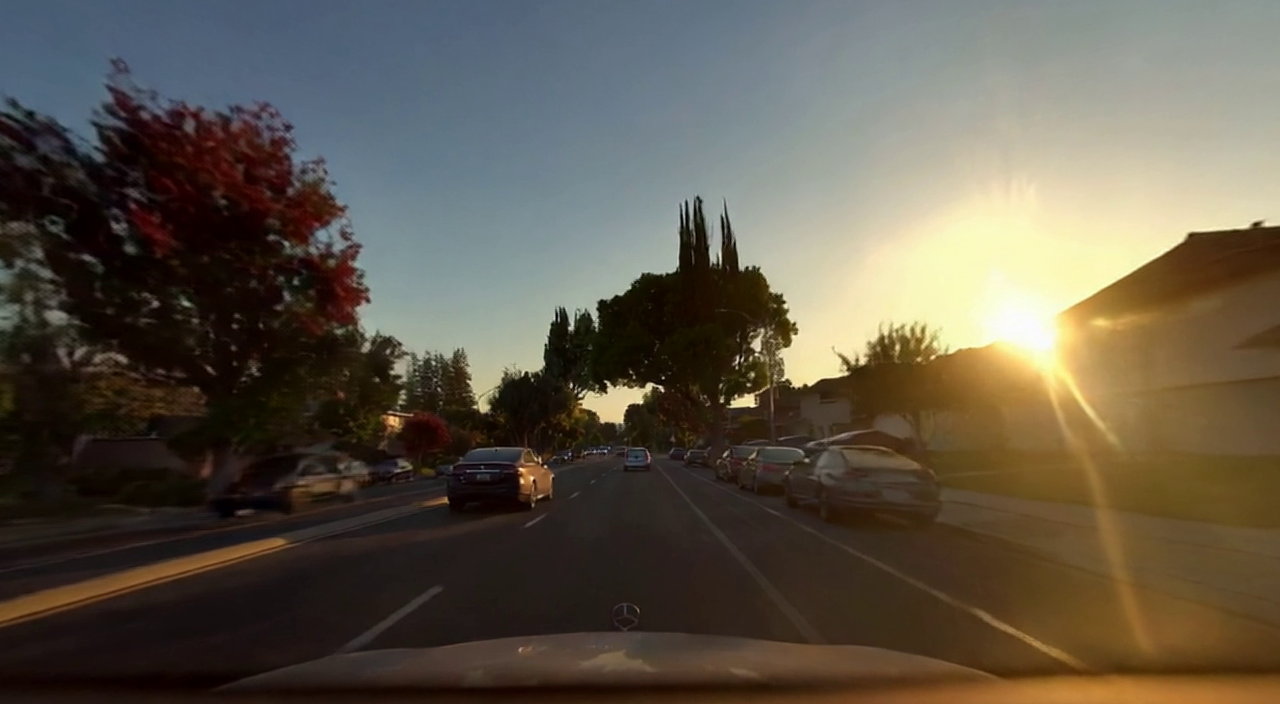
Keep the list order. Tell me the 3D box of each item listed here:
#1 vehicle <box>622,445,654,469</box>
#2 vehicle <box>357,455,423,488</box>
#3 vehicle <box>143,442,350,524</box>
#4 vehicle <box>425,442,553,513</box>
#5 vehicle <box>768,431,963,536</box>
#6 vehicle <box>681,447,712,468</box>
[{"bbox_3d":[-0.143,7.079,42.721,2.088,1.495,4.048,0,-8,0],"label":"vehicle"},{"bbox_3d":[-14.508,6.944,36.946,1.904,1.497,4.848,-5,-8,0],"label":"vehicle"},{"bbox_3d":[-9.970,3.308,16.668,2.191,1.805,4.929,0,-8,1],"label":"vehicle"},{"bbox_3d":[-3.488,2.985,15.564,2.027,1.477,4.413,0,-8,0],"label":"vehicle"},{"bbox_3d":[4.204,2.522,12.861,2.045,1.702,4.916,0,-9,-1],"label":"vehicle"},{"bbox_3d":[4.370,8.187,49.219,1.944,1.470,4.530,0,-8,-1],"label":"vehicle"}]
